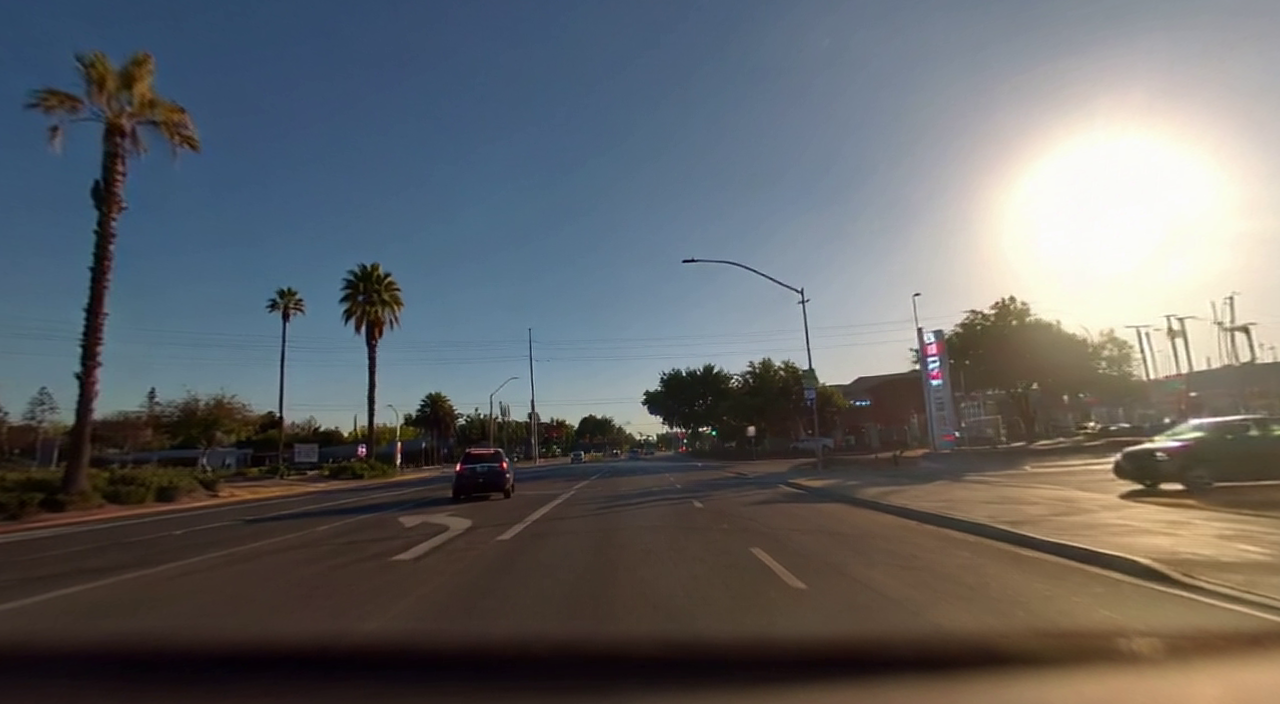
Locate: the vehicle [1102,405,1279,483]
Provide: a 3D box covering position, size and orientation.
[{"bbox_3d":[14.375,2.183,14.984,5.317,1.700,1.901,0,-8,-1],"label":"vehicle"}]

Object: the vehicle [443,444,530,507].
[{"bbox_3d":[-4.371,3.416,18.150,2.073,1.525,4.809,2,-9,-13],"label":"vehicle"}]

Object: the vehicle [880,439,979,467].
[{"bbox_3d":[16.193,5.665,35.492,4.549,1.492,1.981,0,-8,3],"label":"vehicle"}]
